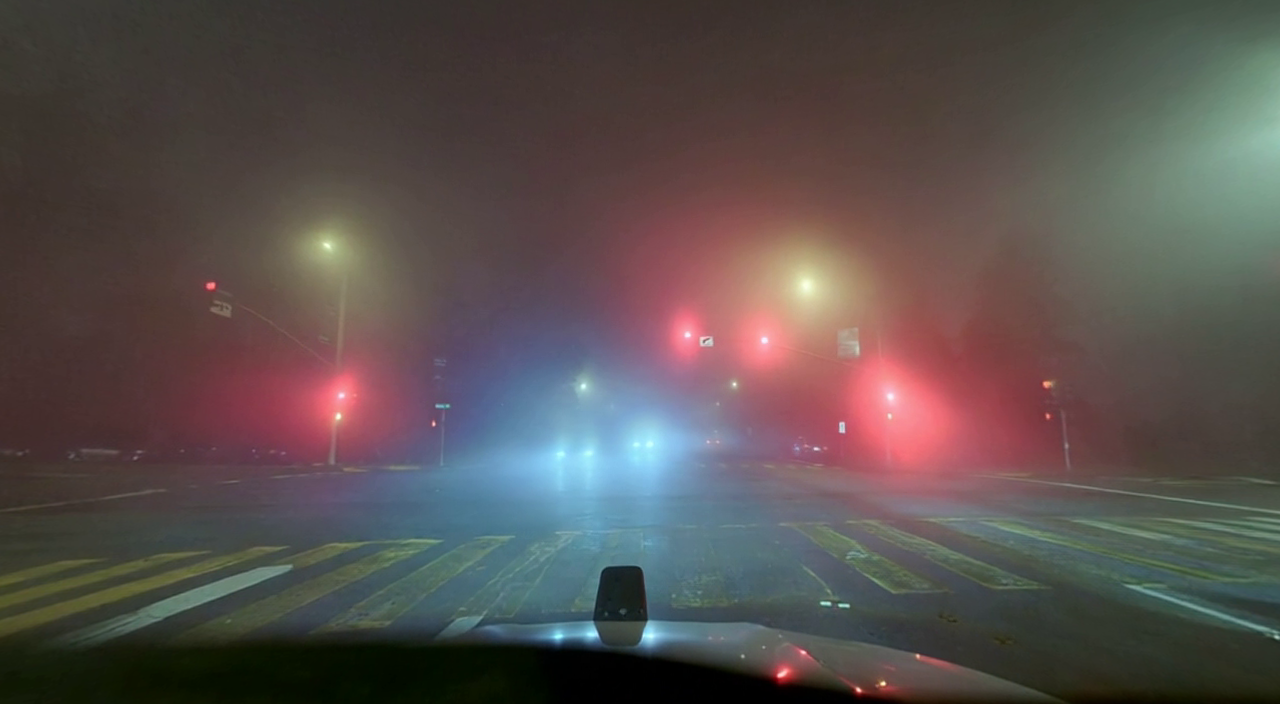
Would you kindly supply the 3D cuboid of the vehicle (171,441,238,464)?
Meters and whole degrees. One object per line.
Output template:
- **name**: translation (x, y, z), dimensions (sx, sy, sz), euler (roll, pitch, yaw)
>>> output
- **vehicle**: translation (-29.104, 6.718, 42.084), dimensions (1.696, 1.431, 3.686), euler (-1, -8, 3)
